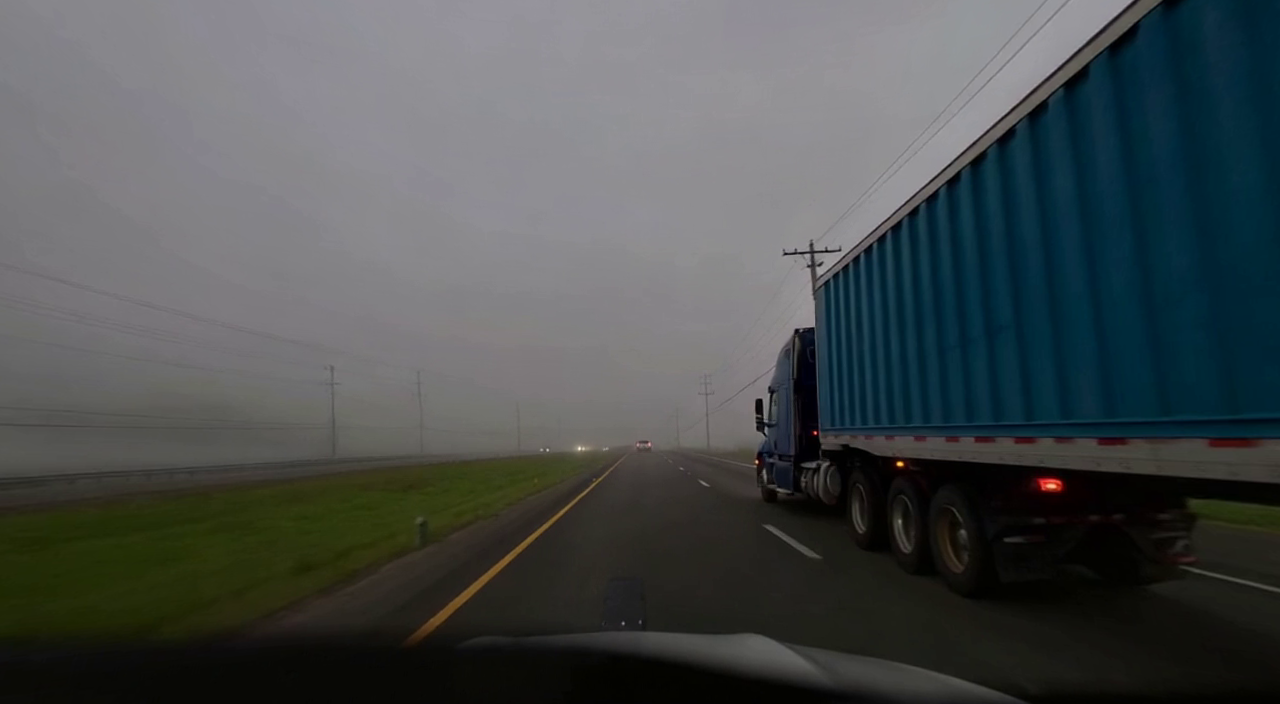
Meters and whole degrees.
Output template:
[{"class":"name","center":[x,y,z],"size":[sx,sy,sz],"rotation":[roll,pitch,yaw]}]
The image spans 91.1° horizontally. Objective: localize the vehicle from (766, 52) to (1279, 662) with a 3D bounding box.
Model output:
[{"class":"vehicle","center":[4.084,0.511,8.156],"size":[3.031,3.879,8.478],"rotation":[0,-8,0]}]
